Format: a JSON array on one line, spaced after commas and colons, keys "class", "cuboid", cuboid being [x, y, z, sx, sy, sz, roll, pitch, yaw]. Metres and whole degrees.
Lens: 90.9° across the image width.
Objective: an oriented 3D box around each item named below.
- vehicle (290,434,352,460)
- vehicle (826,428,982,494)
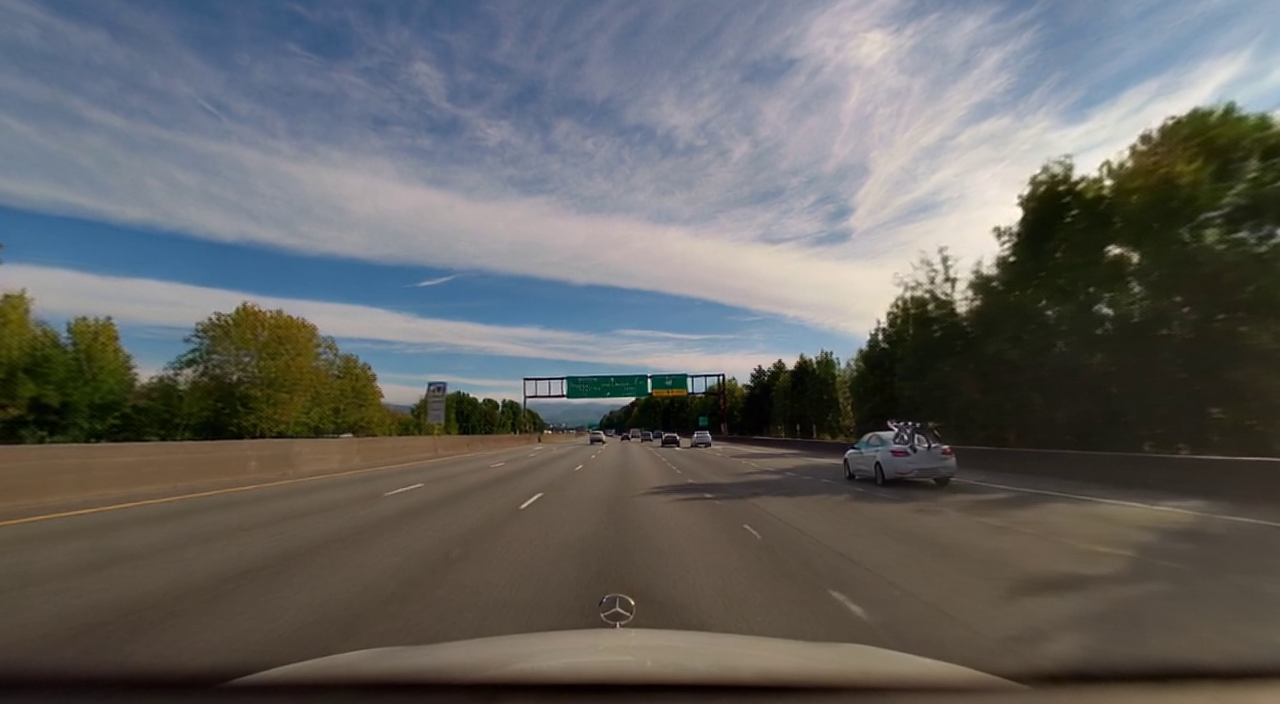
[{"class": "vehicle", "cuboid": [-21.386, 6.354, 42.397, 1.925, 1.584, 4.394, 0, -7, -1]}, {"class": "vehicle", "cuboid": [6.837, 2.847, 17.031, 2.034, 1.511, 4.785, 0, -8, -1]}]
